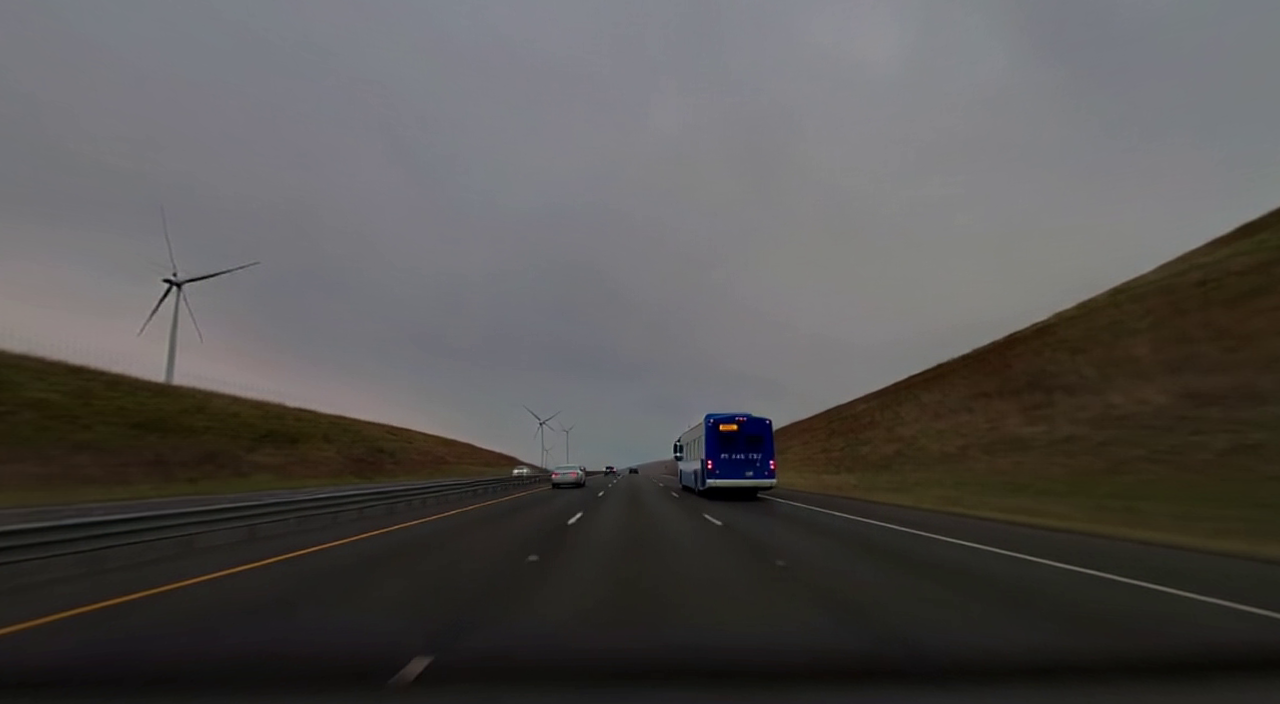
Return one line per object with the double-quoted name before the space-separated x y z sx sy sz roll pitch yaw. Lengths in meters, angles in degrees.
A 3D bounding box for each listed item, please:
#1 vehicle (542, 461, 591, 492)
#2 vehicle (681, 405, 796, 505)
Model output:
"vehicle" -4.005 6.899 34.944 2.213 1.568 4.274 1 -11 -1
"vehicle" 4.031 5.047 30.088 2.941 3.574 14.463 1 -11 -1
